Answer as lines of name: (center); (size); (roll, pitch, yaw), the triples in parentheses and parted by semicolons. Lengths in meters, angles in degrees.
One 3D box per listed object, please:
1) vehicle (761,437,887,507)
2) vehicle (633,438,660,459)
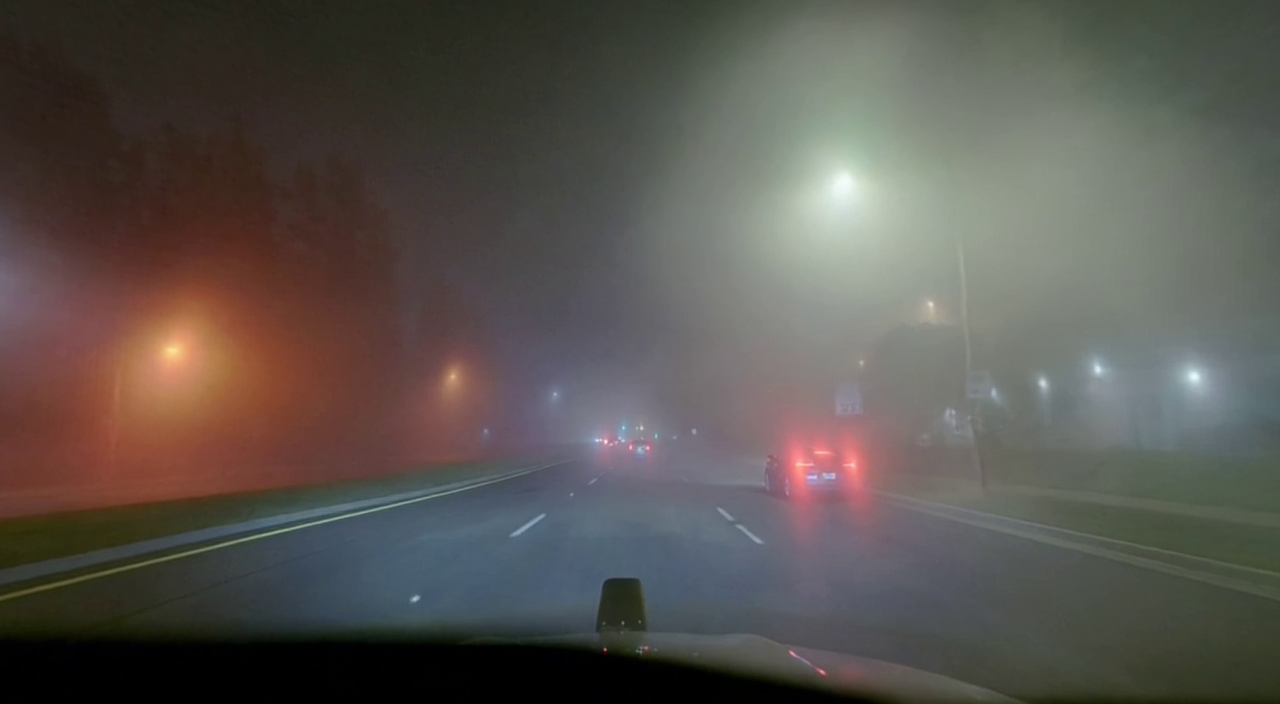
vehicle: (4.482, 2.960, 16.022); (1.913, 1.516, 4.322); (0, -9, 0)
vehicle: (0.499, 7.657, 49.810); (2.095, 1.548, 4.264); (0, -8, 0)
